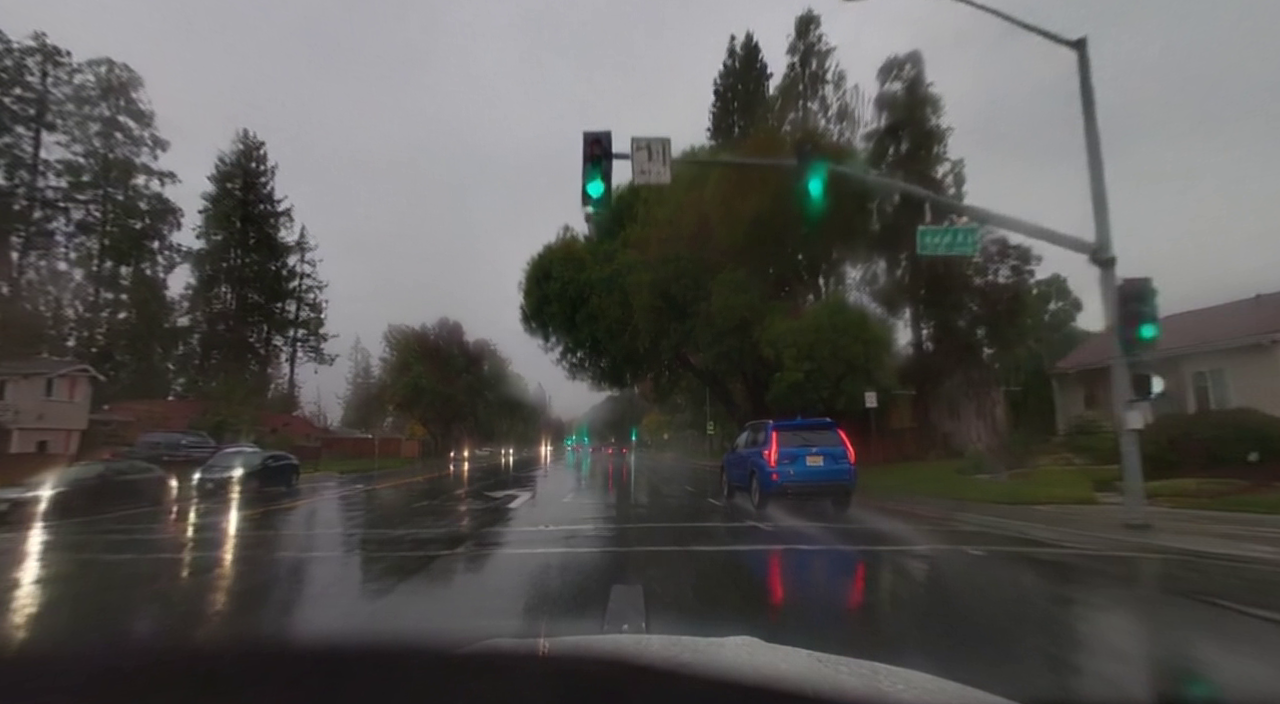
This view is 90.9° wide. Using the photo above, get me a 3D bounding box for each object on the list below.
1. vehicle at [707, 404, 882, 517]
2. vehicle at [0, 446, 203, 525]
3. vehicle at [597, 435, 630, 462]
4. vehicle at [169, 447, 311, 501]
[{"bbox_3d":[3.146,2.373,14.457,2.338,2.063,5.592,1,-8,-3],"label":"vehicle"},{"bbox_3d":[-13.141,3.091,15.109,1.955,1.509,4.640,-3,-8,1],"label":"vehicle"},{"bbox_3d":[-1.859,6.594,43.379,2.138,1.729,4.178,1,-8,-4],"label":"vehicle"},{"bbox_3d":[-13.050,3.960,20.979,1.965,1.416,4.613,-3,-8,-3],"label":"vehicle"}]
